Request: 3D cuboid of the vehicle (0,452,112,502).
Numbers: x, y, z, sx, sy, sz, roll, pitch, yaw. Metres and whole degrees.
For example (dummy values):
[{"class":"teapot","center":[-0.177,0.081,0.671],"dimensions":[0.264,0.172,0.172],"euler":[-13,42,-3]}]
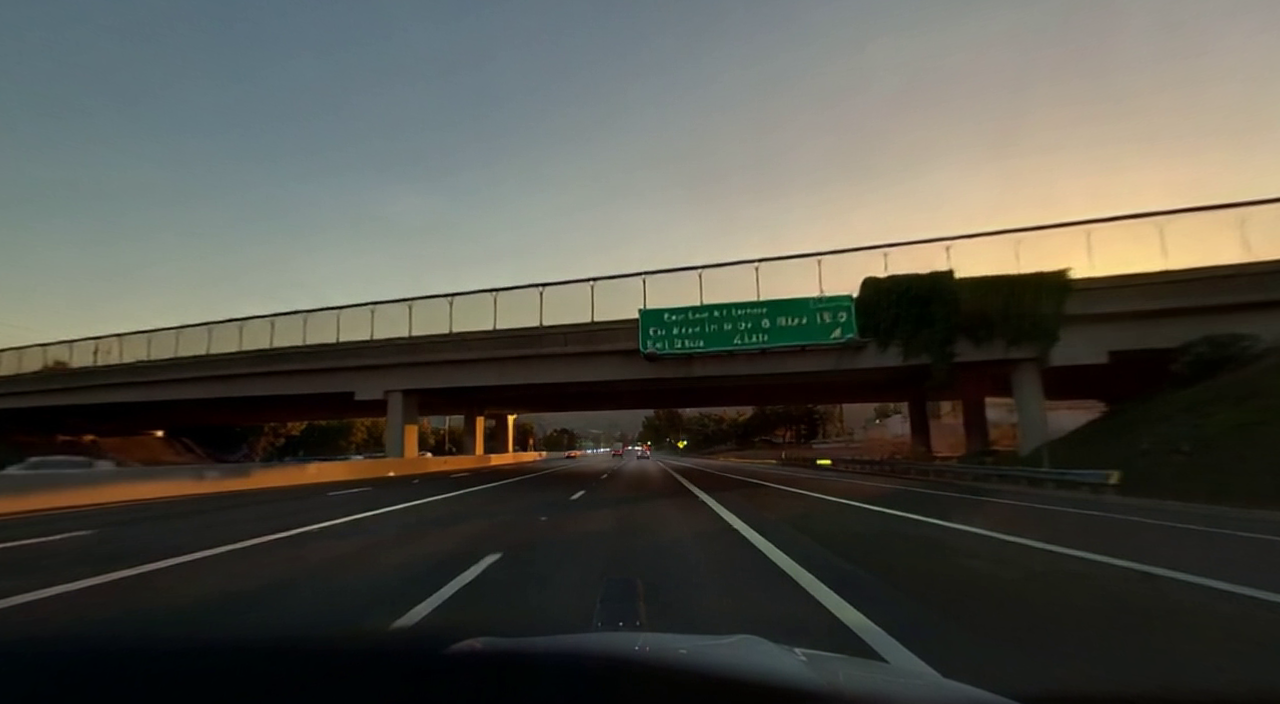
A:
[{"class":"vehicle","center":[-21.729,4.380,22.382],"dimensions":[1.941,1.590,4.511],"euler":[0,-9,1]}]
